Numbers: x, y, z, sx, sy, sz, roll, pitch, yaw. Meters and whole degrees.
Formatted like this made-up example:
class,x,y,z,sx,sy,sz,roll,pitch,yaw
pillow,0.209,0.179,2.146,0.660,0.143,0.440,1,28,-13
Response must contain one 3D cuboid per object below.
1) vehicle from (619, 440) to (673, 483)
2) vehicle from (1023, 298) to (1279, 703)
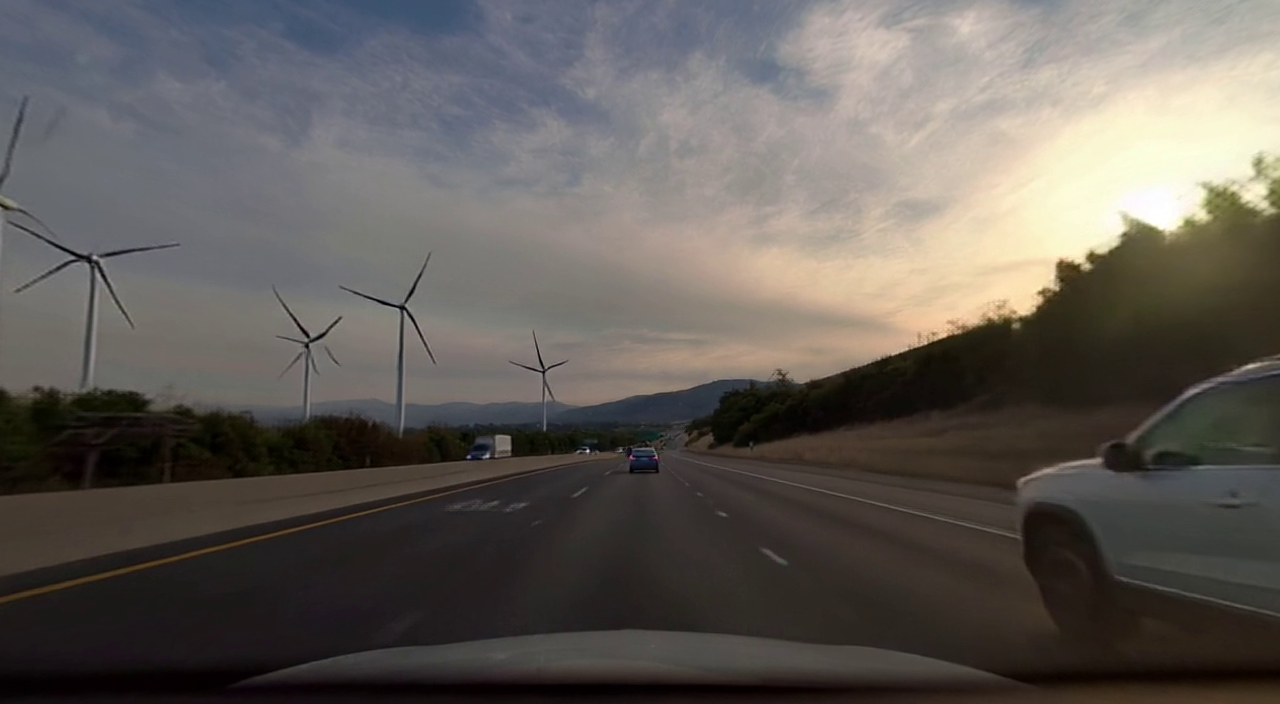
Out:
class,x,y,z,sx,sy,sz,roll,pitch,yaw
vehicle,0.211,4.564,26.488,2.083,1.653,3.787,0,-9,-1
vehicle,3.728,0.581,1.810,2.104,1.861,4.956,0,-9,0
